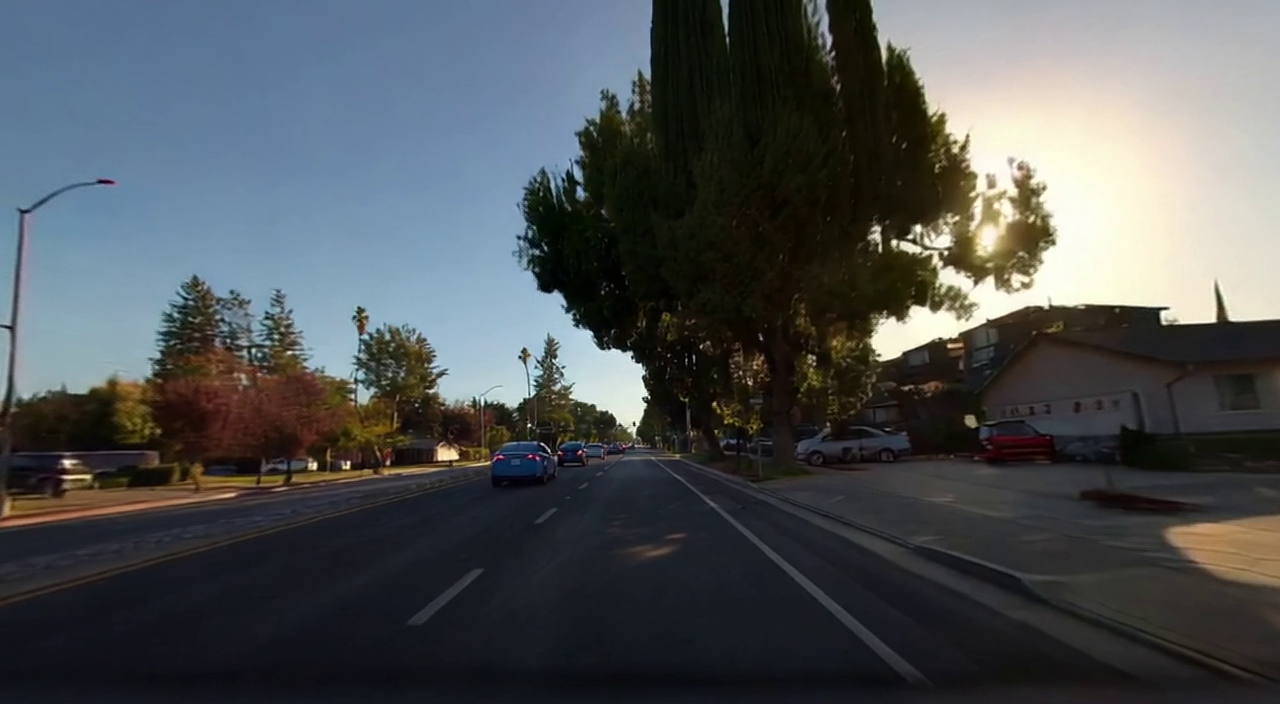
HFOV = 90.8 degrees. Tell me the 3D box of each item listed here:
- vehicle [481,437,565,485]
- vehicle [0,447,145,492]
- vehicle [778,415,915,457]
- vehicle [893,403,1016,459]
[{"bbox_3d":[-3.882,3.692,21.711,2.030,1.467,4.251,0,-8,0],"label":"vehicle"},{"bbox_3d":[-24.351,4.929,26.727,4.922,1.766,1.998,0,-8,-4],"label":"vehicle"},{"bbox_3d":[10.368,4.275,32.172,6.098,2.021,2.524,0,-8,1],"label":"vehicle"},{"bbox_3d":[10.670,2.790,21.876,1.908,1.703,4.511,0,-9,0],"label":"vehicle"}]
